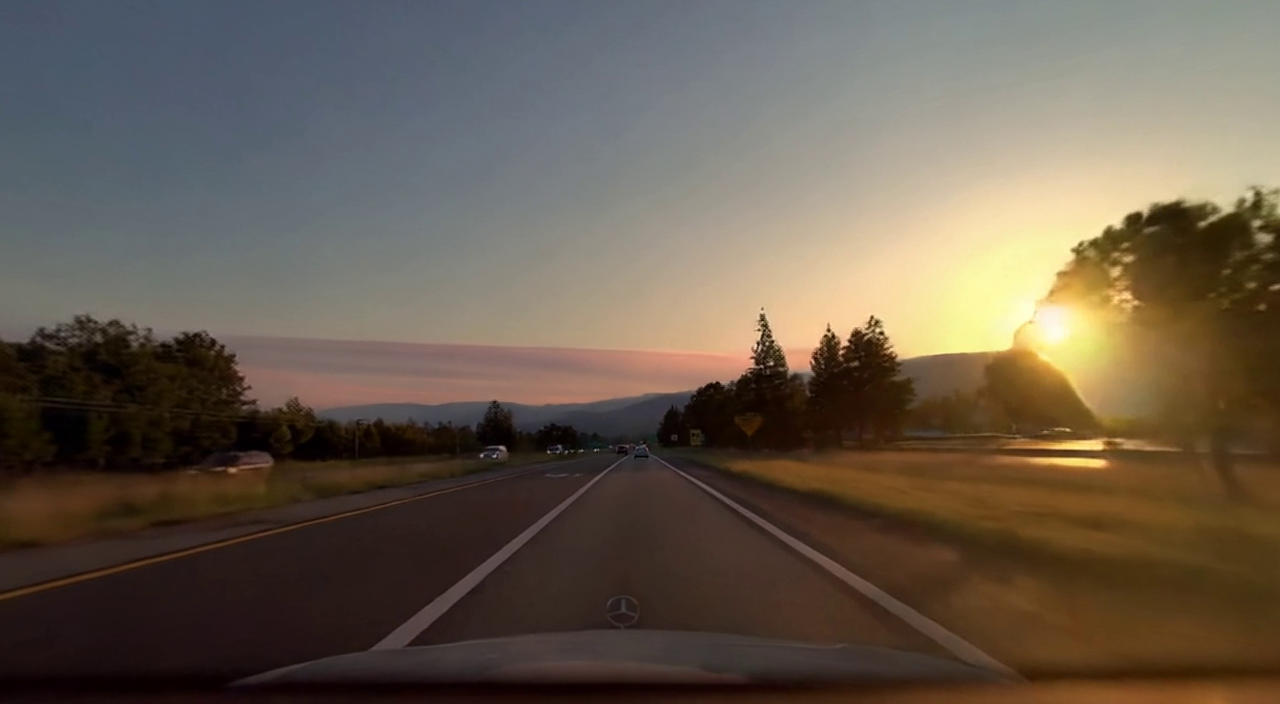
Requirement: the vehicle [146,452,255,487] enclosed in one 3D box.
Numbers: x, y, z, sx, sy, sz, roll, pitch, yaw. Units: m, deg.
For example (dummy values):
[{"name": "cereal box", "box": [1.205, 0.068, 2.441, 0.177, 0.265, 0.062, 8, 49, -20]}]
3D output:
[{"name": "vehicle", "box": [-23.225, 6.195, 33.555, 1.971, 1.668, 5.118, 0, -9, 2]}]
